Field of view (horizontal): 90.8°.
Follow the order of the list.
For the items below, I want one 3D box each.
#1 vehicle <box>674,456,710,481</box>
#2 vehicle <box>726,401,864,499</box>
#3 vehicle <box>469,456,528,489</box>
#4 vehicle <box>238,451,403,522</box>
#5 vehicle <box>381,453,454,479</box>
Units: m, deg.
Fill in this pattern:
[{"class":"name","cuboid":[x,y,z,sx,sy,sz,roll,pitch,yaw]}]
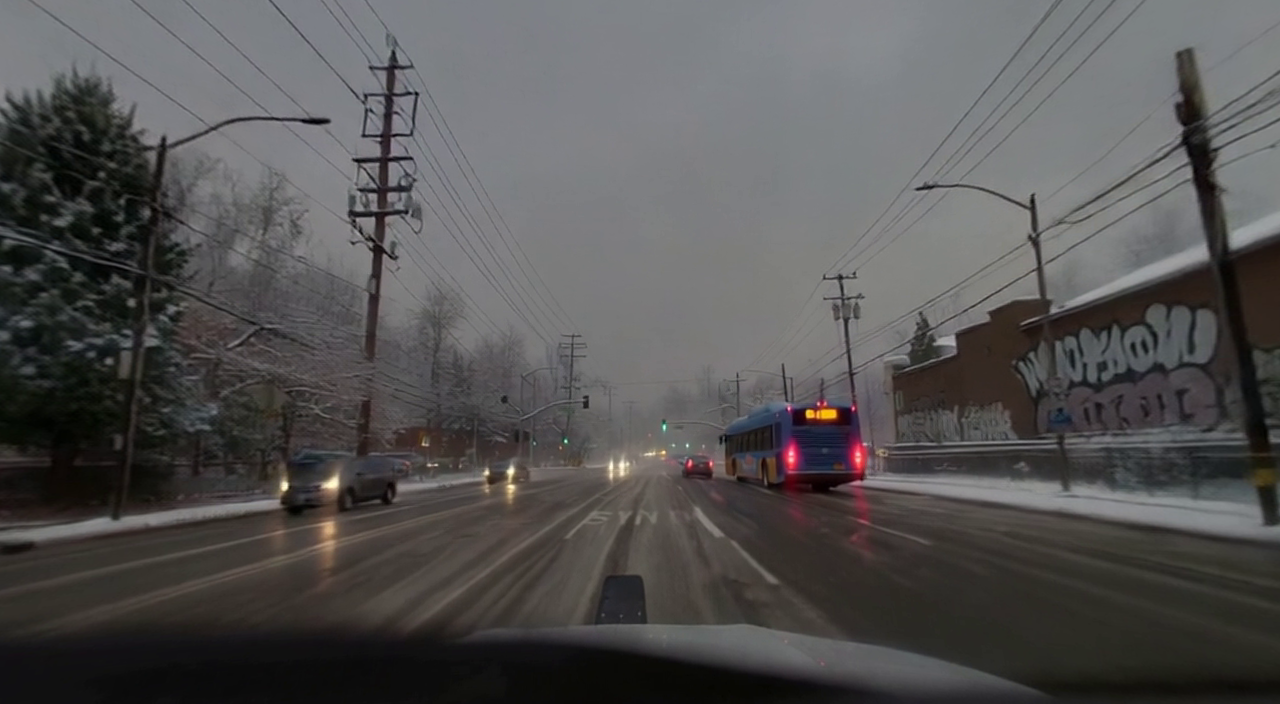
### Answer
[{"class":"vehicle","cuboid":[3.342,7.531,41.053,1.961,1.470,4.196,0,-8,0]},{"class":"vehicle","cuboid":[6.316,4.367,28.631,3.045,3.447,12.604,0,-8,0]},{"class":"vehicle","cuboid":[-7.973,6.786,35.934,2.017,1.659,4.405,-1,-8,5]},{"class":"vehicle","cuboid":[-8.744,3.684,17.889,2.011,1.672,4.637,-1,-8,3]},{"class":"vehicle","cuboid":[-16.926,8.663,48.247,4.707,1.825,2.207,1,-8,3]}]
